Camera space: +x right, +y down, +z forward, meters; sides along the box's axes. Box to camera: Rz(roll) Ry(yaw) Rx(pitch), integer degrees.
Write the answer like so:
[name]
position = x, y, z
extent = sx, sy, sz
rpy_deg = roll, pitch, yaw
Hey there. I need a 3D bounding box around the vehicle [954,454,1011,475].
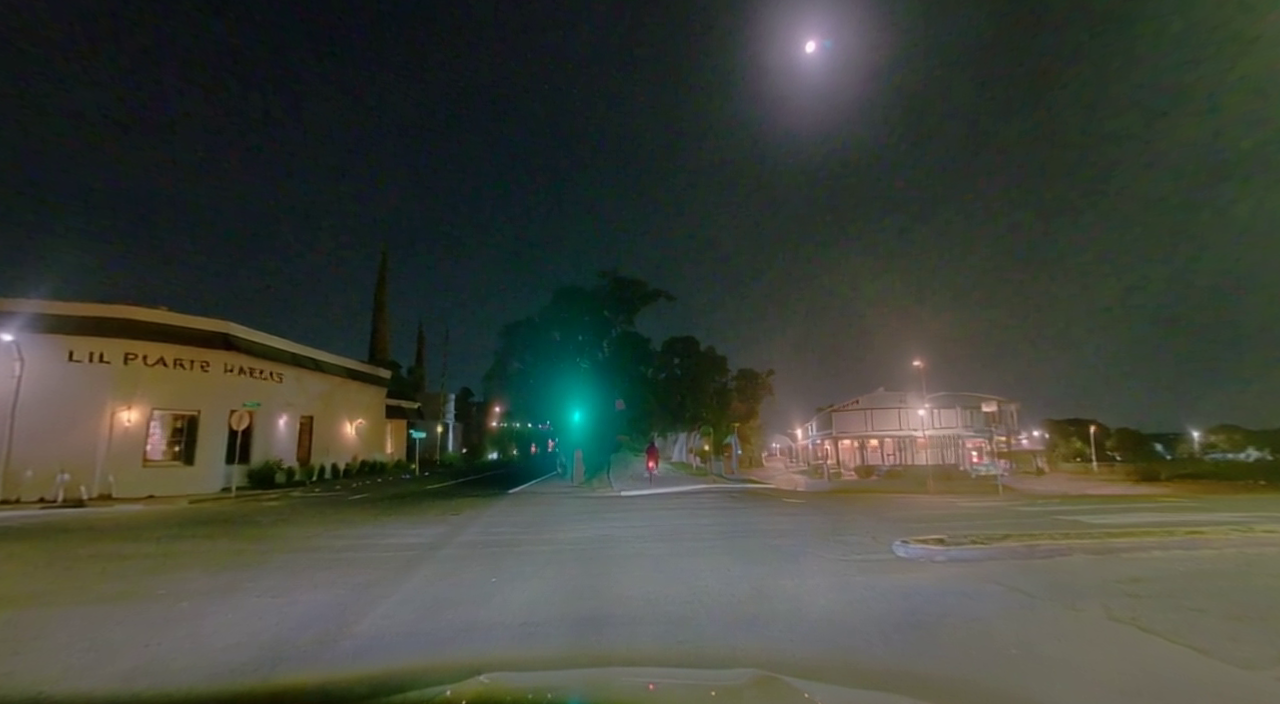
[vehicle]
position = 26.316, 8.626, 48.505
extent = 3.794, 1.403, 1.636
rpy_deg = 2, -8, -19
